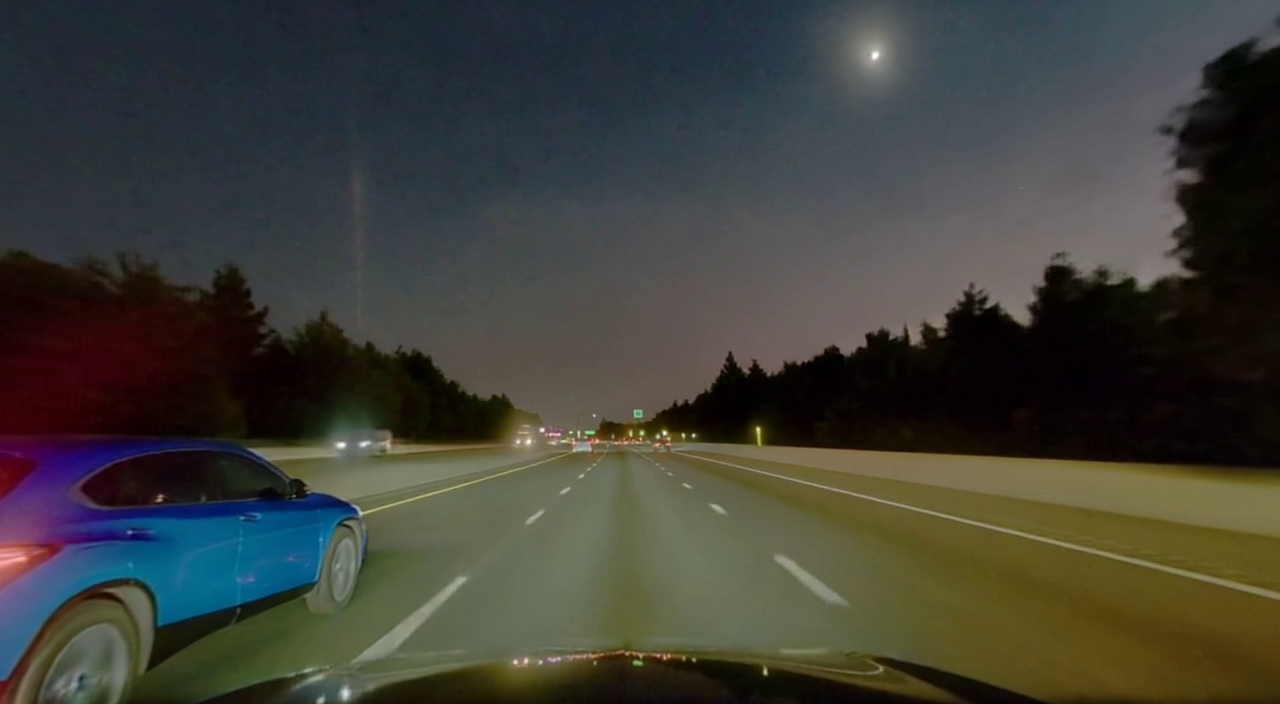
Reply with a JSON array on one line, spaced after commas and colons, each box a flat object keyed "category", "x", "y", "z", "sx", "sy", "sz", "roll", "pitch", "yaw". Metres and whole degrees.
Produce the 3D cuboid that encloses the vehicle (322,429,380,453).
[{"category": "vehicle", "x": -20.164, "y": 6.240, "z": 44.133, "sx": 1.930, "sy": 1.583, "sz": 4.681, "roll": 0, "pitch": -8, "yaw": -1}]
